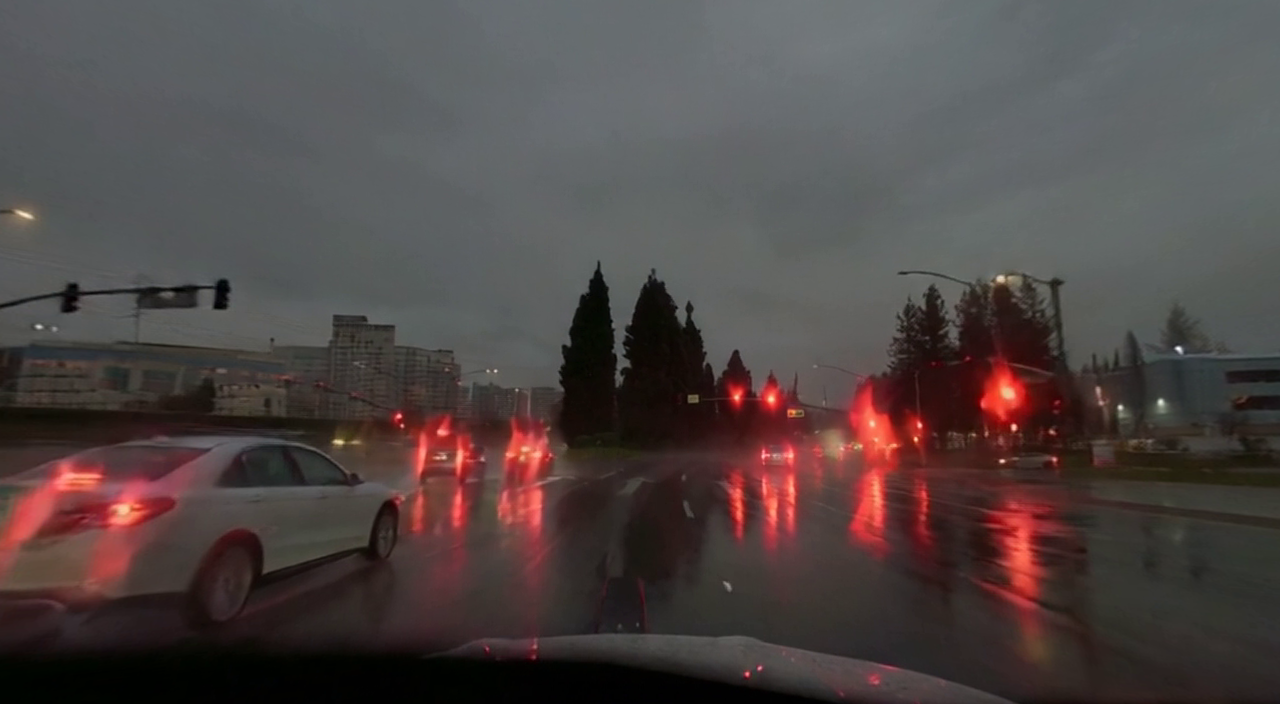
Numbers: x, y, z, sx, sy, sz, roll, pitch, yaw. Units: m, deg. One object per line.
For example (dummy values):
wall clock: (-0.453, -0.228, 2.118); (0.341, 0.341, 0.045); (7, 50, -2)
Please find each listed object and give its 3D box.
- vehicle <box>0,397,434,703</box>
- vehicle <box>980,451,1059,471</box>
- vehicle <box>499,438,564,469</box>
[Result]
vehicle: (-3.377, 1.259, 5.038); (1.934, 1.463, 4.220); (0, -9, 1)
vehicle: (28.712, 8.269, 47.948); (4.636, 1.433, 1.930); (-2, -9, 14)
vehicle: (-5.576, 5.316, 33.159); (2.016, 1.501, 4.903); (-1, -9, 7)
